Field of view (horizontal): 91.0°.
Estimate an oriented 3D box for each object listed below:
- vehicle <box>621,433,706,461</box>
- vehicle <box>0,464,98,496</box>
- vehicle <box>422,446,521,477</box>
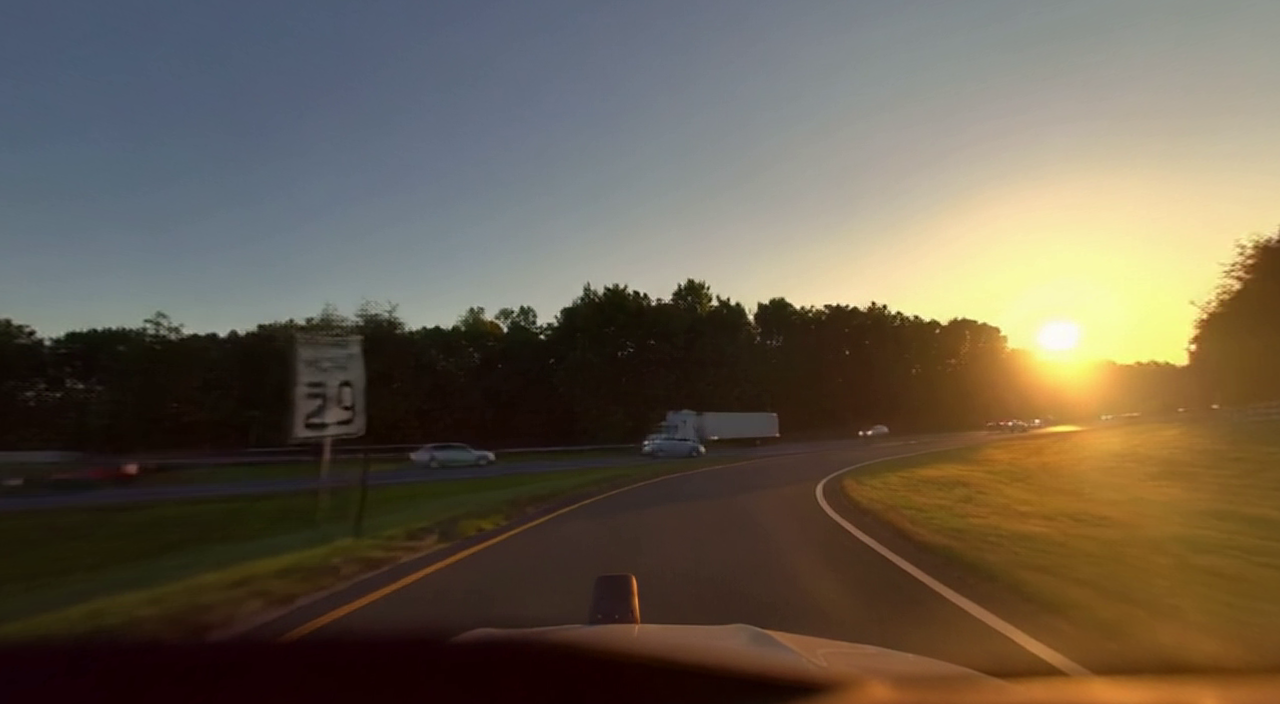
[{"bbox_3d":[1.446,5.670,37.697,4.843,1.579,2.135,6,-11,-38],"label":"vehicle"},{"bbox_3d":[-30.676,6.605,32.736,3.568,1.400,1.711,6,-11,-39],"label":"vehicle"},{"bbox_3d":[-9.097,5.907,34.273,4.819,1.496,1.923,6,-11,-39],"label":"vehicle"}]
